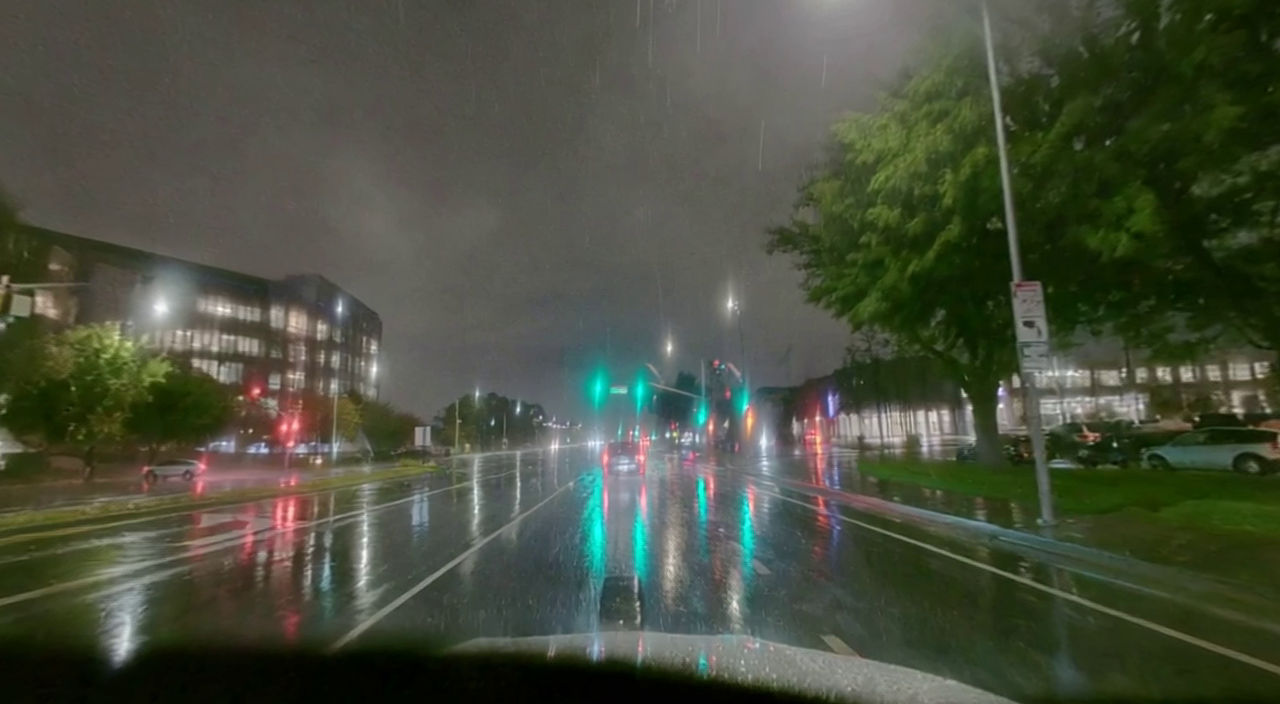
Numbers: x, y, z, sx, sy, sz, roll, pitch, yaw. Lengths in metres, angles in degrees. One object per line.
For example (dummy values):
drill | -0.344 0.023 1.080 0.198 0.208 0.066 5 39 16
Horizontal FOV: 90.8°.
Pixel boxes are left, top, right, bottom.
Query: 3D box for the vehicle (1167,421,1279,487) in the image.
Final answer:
vehicle | 16.132 2.551 16.206 3.499 1.419 1.792 -4 -8 -1

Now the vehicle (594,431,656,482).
vehicle | -0.565 3.908 23.806 2.130 1.711 4.038 0 -9 -1

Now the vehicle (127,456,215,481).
vehicle | -35.000 8.690 47.234 4.884 1.736 2.049 0 -9 -1
